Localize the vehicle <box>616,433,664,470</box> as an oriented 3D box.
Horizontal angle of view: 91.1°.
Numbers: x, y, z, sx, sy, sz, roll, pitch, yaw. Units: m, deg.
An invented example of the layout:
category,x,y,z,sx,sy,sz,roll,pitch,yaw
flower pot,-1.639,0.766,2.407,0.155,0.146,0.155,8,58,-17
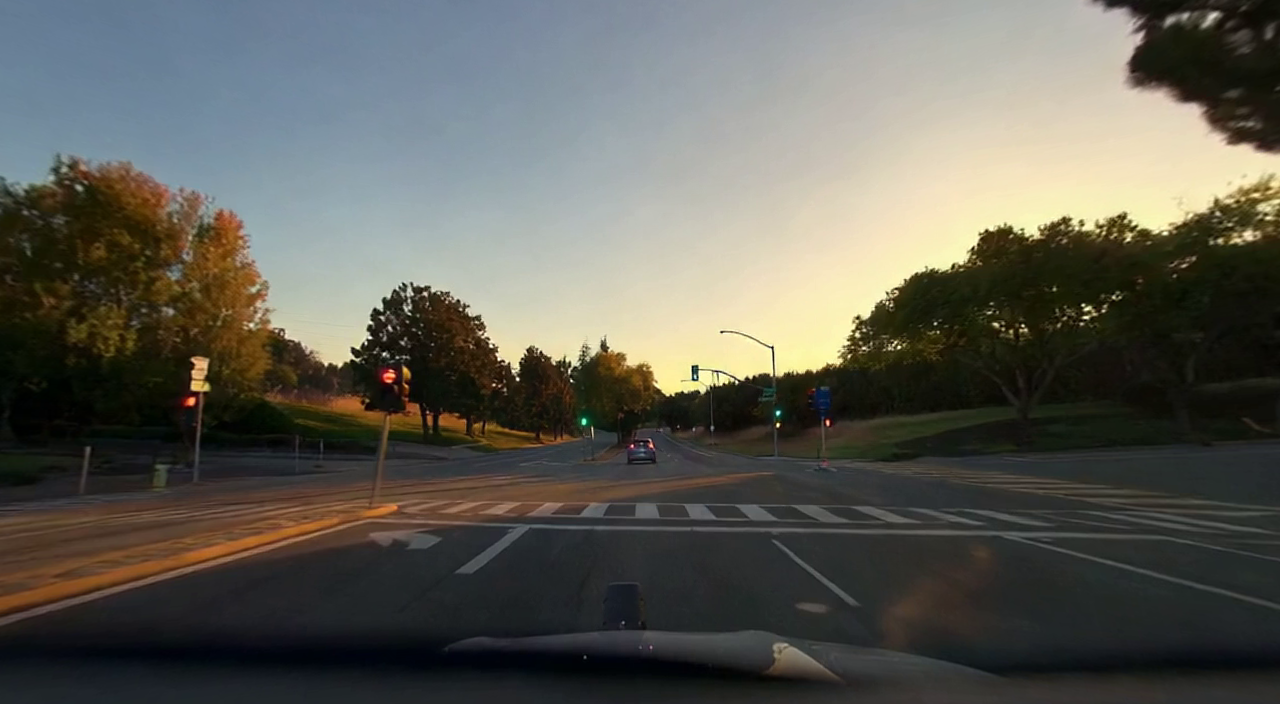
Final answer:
category,x,y,z,sx,sy,sz,roll,pitch,yaw
vehicle,-0.003,5.056,32.025,2.256,1.734,4.176,0,-8,0
